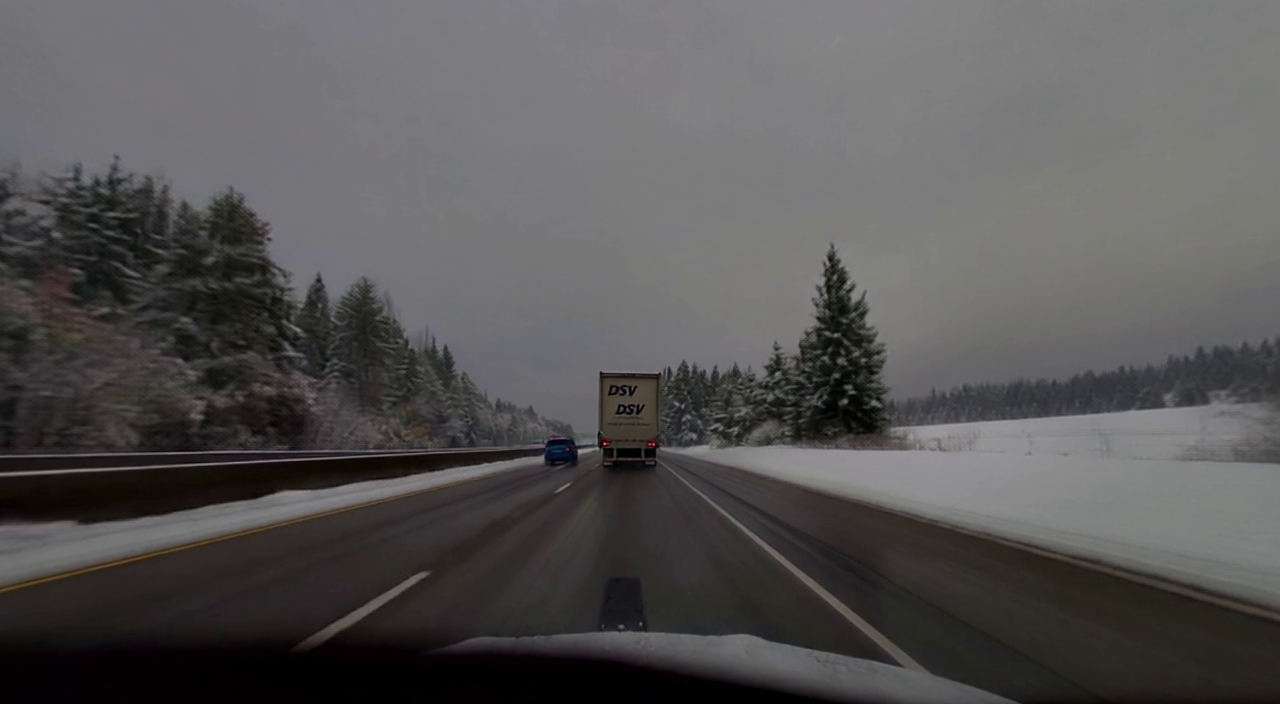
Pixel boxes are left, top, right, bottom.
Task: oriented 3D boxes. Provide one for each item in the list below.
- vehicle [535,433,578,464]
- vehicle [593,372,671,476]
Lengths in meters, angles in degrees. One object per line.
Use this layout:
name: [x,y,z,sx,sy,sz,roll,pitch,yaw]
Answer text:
vehicle: [-5.058,5.904,38.740,2.086,1.778,4.544,0,-8,0]
vehicle: [-0.421,3.472,29.341,2.969,3.957,10.270,0,-8,-1]
